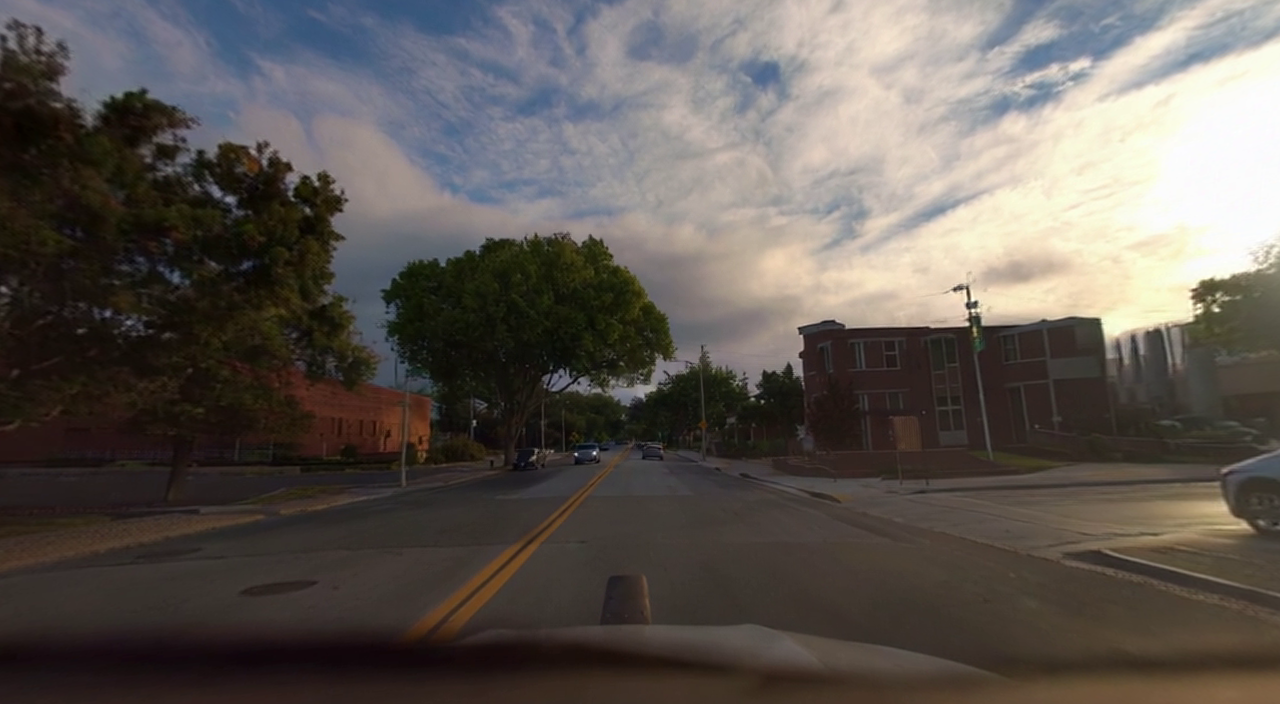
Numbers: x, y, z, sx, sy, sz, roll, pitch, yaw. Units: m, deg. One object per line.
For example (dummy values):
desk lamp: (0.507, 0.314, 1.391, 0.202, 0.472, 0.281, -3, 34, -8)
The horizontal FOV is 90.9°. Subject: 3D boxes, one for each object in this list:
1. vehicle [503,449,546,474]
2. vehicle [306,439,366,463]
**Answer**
vehicle: (-7.273, 6.905, 40.060, 1.930, 1.463, 4.195, 0, -9, 0)
vehicle: (-21.405, 7.023, 44.621, 1.906, 1.596, 4.599, 0, -9, 1)
